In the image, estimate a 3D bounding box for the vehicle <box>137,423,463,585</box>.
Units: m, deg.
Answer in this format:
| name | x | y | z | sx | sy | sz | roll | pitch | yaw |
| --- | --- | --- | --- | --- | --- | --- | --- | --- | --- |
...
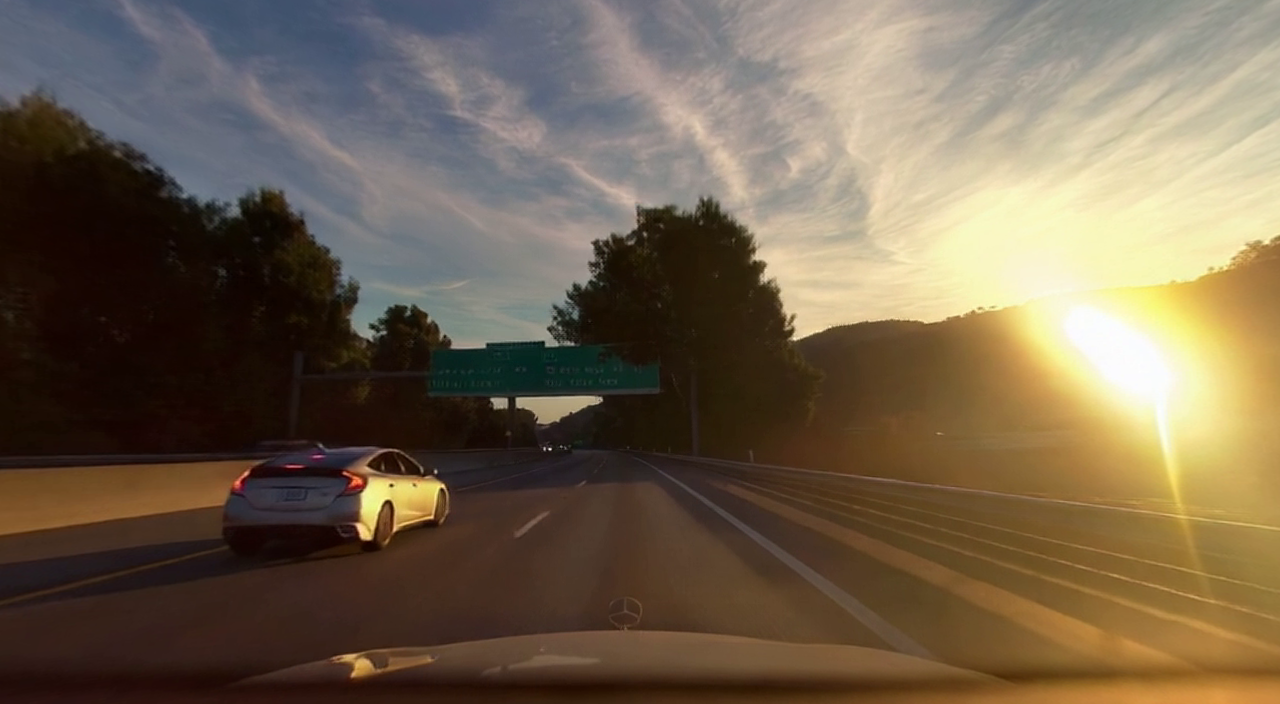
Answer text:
| name | x | y | z | sx | sy | sz | roll | pitch | yaw |
| --- | --- | --- | --- | --- | --- | --- | --- | --- | --- |
| vehicle | -3.830 | 1.768 | 8.089 | 1.990 | 1.532 | 3.911 | 0 | -9 | 0 |
